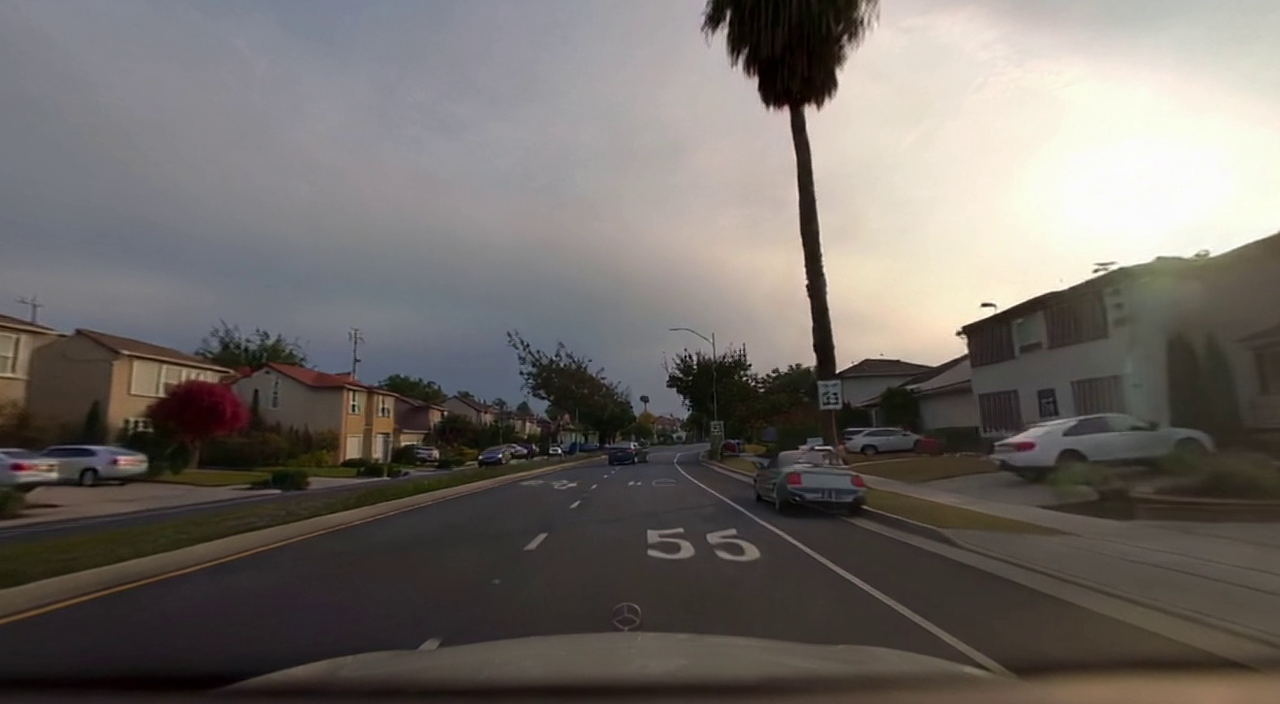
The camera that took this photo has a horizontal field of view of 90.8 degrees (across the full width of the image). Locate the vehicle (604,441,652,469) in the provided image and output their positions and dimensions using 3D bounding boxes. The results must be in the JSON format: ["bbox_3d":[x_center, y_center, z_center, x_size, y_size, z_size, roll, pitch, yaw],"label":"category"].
[{"bbox_3d":[-0.588,5.810,35.769,2.035,1.474,4.284,-1,-9,8],"label":"vehicle"}]

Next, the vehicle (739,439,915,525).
[{"bbox_3d":[3.622,2.617,13.390,2.025,1.456,4.865,1,-9,-3],"label":"vehicle"}]

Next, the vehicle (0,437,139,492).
[{"bbox_3d":[-21.667,4.174,23.631,4.072,1.928,1.992,0,-9,2],"label":"vehicle"}]

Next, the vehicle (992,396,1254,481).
[{"bbox_3d":[11.918,2.215,15.952,4.710,1.731,1.972,-4,-10,6],"label":"vehicle"}]

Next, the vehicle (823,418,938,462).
[{"bbox_3d":[13.424,4.978,35.385,5.550,2.066,2.288,-8,-11,29],"label":"vehicle"}]

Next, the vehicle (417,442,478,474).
[{"bbox_3d":[-12.692,7.036,41.950,2.131,1.902,4.924,-3,-9,5],"label":"vehicle"}]

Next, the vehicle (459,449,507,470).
[{"bbox_3d":[-11.907,8.176,48.260,1.866,1.501,4.681,-1,-9,8],"label":"vehicle"}]

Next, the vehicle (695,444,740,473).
[{"bbox_3d":[4.081,5.696,33.938,2.037,1.425,4.621,0,-9,3],"label":"vehicle"}]
